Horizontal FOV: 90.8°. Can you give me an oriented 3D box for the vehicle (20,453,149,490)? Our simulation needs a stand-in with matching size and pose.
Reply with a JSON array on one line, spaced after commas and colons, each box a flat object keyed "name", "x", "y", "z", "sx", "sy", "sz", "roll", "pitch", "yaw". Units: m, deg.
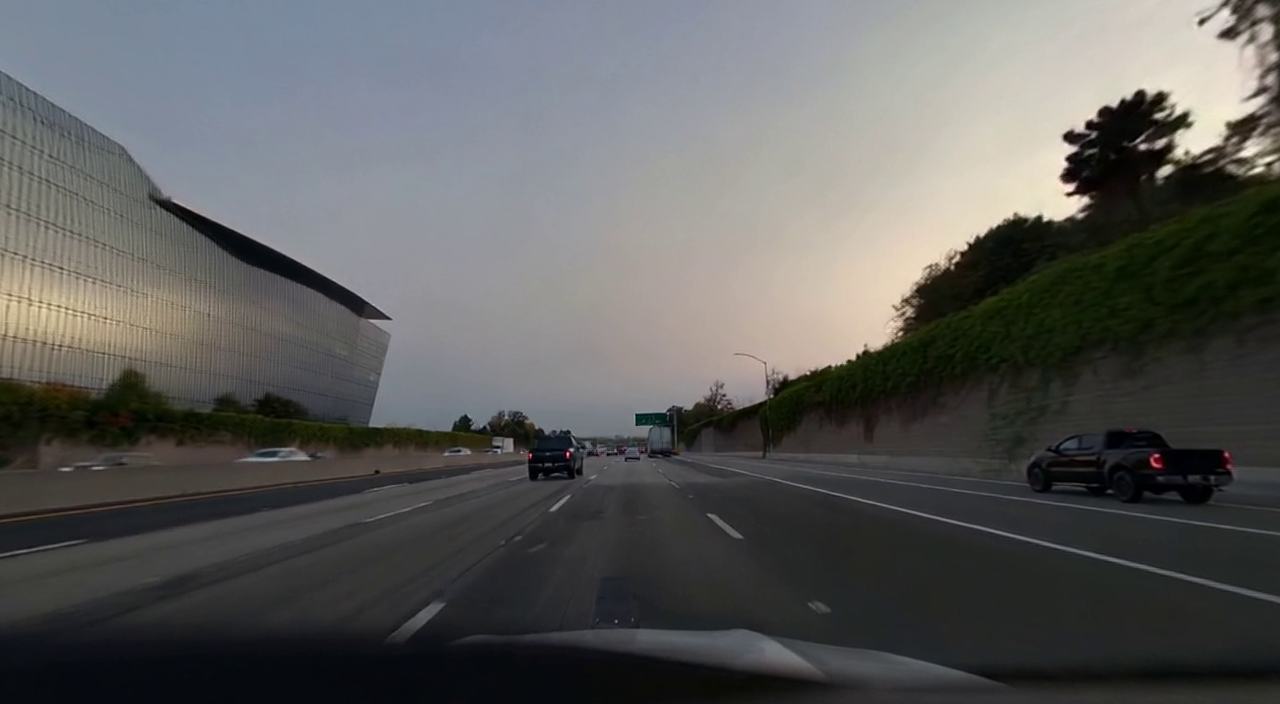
[{"name": "vehicle", "x": -23.696, "y": 5.091, "z": 27.195, "sx": 1.828, "sy": 1.428, "sz": 4.106, "roll": 0, "pitch": -9, "yaw": 0}]

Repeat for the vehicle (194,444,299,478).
[{"name": "vehicle", "x": -20.620, "y": 5.759, "z": 33.454, "sx": 2.052, "sy": 1.622, "sz": 5.500, "roll": 0, "pitch": -9, "yaw": 0}]

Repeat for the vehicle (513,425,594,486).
[{"name": "vehicle", "x": -3.113, "y": 3.909, "z": 24.080, "sx": 2.284, "sy": 2.022, "sz": 5.752, "roll": 0, "pitch": -9, "yaw": 0}]

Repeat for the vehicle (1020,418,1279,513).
[{"name": "vehicle", "x": 11.479, "y": 2.558, "z": 14.587, "sx": 2.089, "sy": 1.787, "sz": 5.080, "roll": 0, "pitch": -9, "yaw": -2}]
